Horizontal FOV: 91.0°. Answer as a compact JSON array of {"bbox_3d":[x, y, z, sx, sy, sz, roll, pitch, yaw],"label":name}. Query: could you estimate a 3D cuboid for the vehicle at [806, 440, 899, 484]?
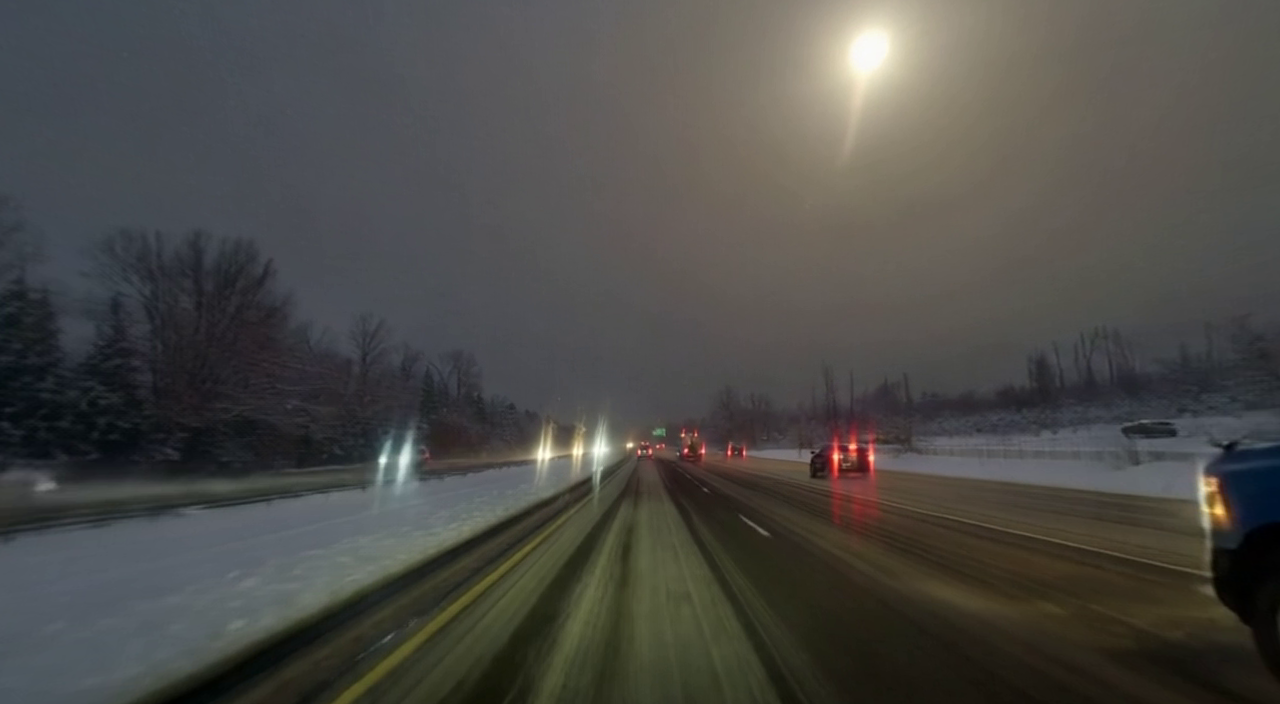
[{"bbox_3d":[7.968,4.164,24.141,1.989,1.526,4.443,0,-9,0],"label":"vehicle"}]
